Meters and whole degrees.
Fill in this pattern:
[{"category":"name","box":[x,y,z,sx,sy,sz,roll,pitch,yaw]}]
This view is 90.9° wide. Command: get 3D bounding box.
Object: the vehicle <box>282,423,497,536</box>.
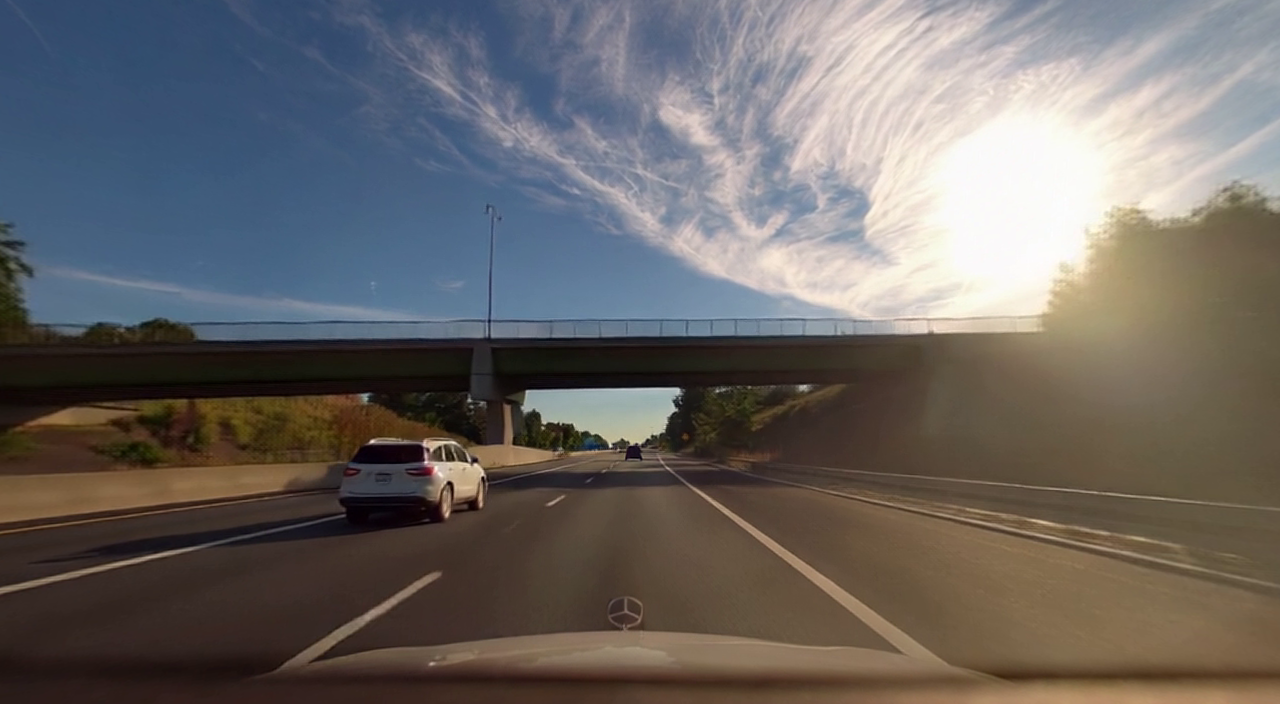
[{"category":"vehicle","box":[-4.457,2.362,12.270,2.221,1.750,4.706,0,-9,0]}]
